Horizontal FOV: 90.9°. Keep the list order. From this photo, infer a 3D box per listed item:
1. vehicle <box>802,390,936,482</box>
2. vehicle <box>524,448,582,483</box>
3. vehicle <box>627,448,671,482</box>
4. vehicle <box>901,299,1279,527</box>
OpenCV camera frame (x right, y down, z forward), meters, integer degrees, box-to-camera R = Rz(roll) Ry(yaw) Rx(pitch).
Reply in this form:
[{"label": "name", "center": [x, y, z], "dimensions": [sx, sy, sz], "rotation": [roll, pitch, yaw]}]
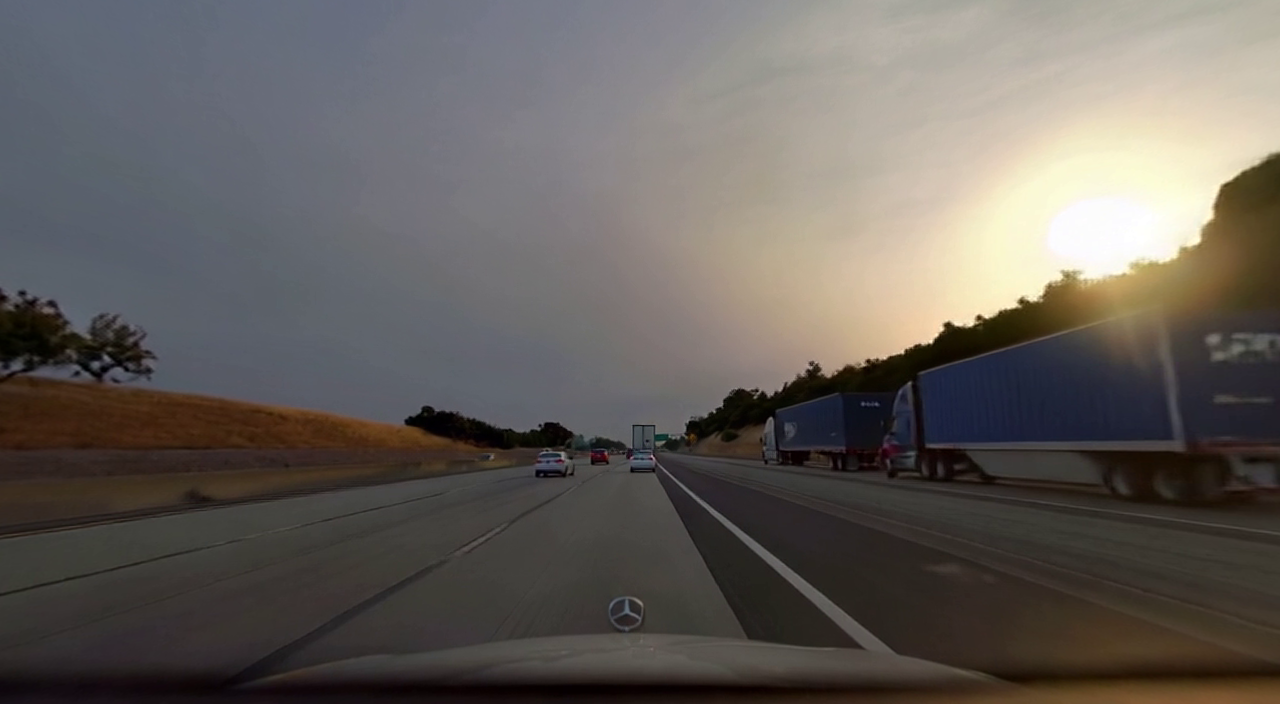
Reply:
[{"label": "vehicle", "center": [11.629, 4.553, 33.443], "dimensions": [3.020, 4.143, 9.468], "rotation": [1, -9, -3]}, {"label": "vehicle", "center": [-3.997, 5.296, 29.599], "dimensions": [2.018, 1.504, 4.431], "rotation": [0, -9, 1]}, {"label": "vehicle", "center": [0.386, 5.345, 29.942], "dimensions": [1.991, 1.507, 3.391], "rotation": [0, -9, -1]}, {"label": "vehicle", "center": [11.721, 2.125, 18.174], "dimensions": [2.926, 4.094, 13.856], "rotation": [0, -9, 2]}]
